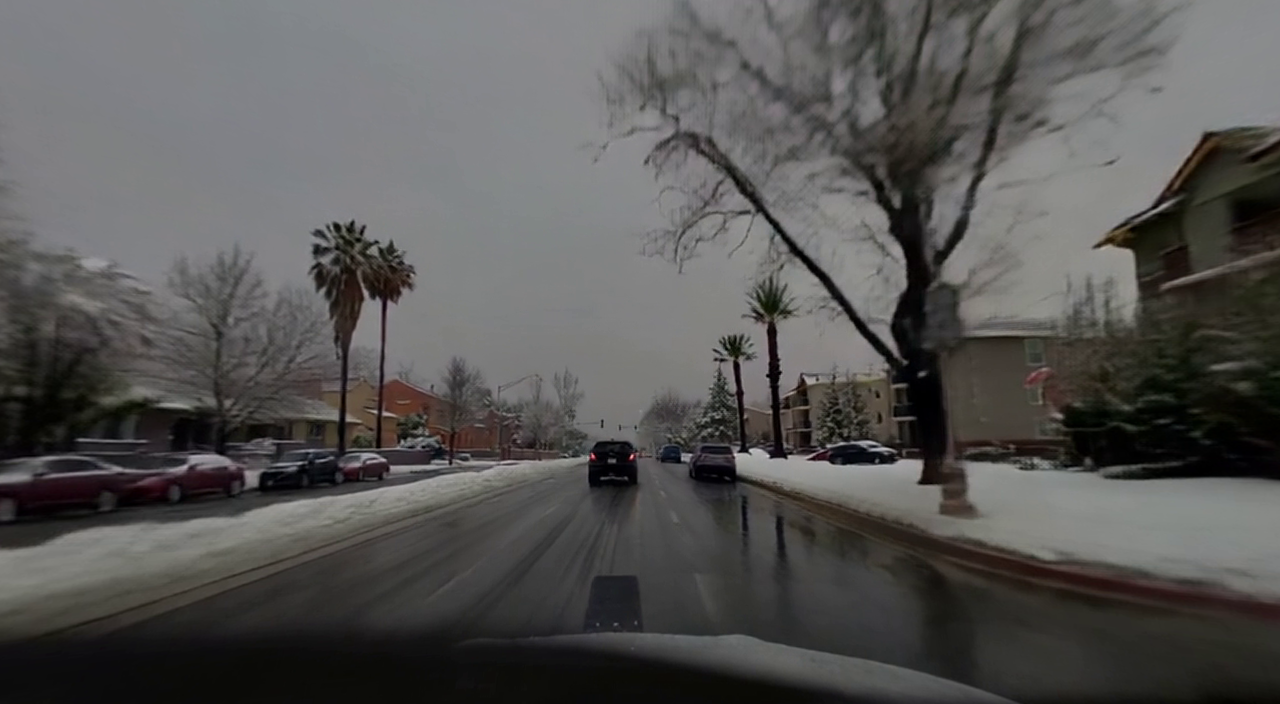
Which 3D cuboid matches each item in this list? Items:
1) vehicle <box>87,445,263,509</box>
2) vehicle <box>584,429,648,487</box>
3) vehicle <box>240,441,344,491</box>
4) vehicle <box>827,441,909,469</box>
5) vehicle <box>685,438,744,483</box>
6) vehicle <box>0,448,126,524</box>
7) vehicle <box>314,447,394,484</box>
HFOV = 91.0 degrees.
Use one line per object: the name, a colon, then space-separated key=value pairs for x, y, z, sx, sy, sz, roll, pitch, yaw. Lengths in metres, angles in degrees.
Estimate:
vehicle: x=-14.067 y=3.752 z=19.505 sx=1.875 sy=1.496 sz=4.728 roll=-4 pitch=-7 yaw=1
vehicle: x=-0.727 y=3.693 z=22.267 sx=1.994 sy=1.810 sz=5.057 roll=0 pitch=-8 yaw=0
vehicle: x=-14.067 y=4.587 z=25.762 sx=1.890 sy=1.640 sz=4.320 roll=-3 pitch=-7 yaw=-1
vehicle: x=13.922 y=6.313 z=38.580 sx=4.238 sy=1.621 sz=2.067 roll=0 pitch=-8 yaw=-1
vehicle: x=3.315 y=4.910 z=28.695 sx=1.949 sy=1.685 sz=4.161 roll=6 pitch=-9 yaw=-1
vehicle: x=-14.114 y=2.989 z=13.955 sx=1.884 sy=1.451 sz=4.435 roll=-4 pitch=-7 yaw=-2
vehicle: x=-14.164 y=5.604 z=31.467 sx=1.877 sy=1.443 sz=4.677 roll=-3 pitch=-7 yaw=-1
